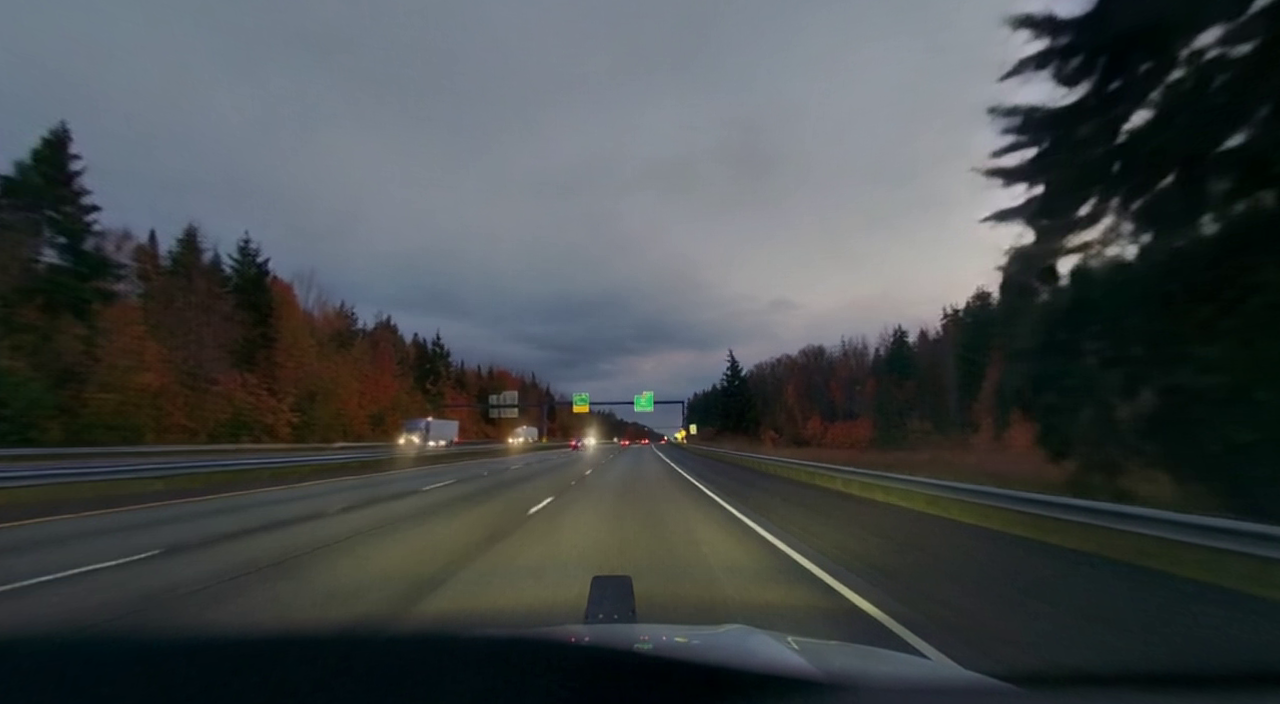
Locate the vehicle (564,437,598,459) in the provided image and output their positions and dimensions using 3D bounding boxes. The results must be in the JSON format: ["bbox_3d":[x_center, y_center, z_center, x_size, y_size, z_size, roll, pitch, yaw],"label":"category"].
[{"bbox_3d":[-4.258,6.974,45.985,2.004,1.497,4.260,0,-8,1],"label":"vehicle"}]
